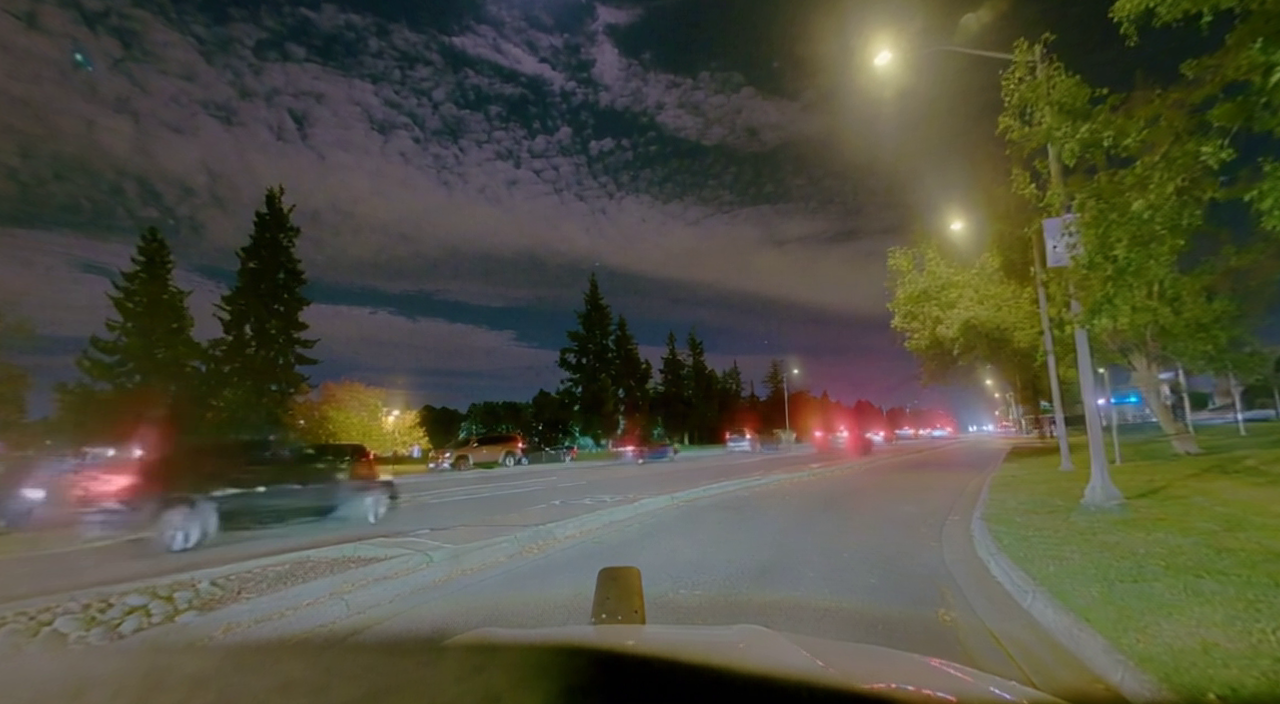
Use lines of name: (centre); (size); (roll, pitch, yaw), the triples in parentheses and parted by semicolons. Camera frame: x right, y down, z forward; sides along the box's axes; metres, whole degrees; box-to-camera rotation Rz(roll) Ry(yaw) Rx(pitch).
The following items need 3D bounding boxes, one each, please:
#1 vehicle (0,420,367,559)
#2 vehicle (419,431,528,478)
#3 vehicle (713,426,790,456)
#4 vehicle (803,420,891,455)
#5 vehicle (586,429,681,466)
vehicle: (-7.861, 2.187, 11.144); (1.954, 1.639, 5.229); (-9, -8, 39)
vehicle: (-8.265, 5.058, 31.728); (2.134, 1.924, 4.911); (-7, -7, 41)
vehicle: (6.666, 5.285, 37.380); (2.146, 1.555, 4.810); (-11, -14, 41)
vehicle: (10.652, 4.401, 32.235); (2.201, 1.574, 5.060); (-11, -13, 42)
vehicle: (-0.268, 5.101, 34.045); (2.313, 1.688, 5.015); (-10, -11, 40)
